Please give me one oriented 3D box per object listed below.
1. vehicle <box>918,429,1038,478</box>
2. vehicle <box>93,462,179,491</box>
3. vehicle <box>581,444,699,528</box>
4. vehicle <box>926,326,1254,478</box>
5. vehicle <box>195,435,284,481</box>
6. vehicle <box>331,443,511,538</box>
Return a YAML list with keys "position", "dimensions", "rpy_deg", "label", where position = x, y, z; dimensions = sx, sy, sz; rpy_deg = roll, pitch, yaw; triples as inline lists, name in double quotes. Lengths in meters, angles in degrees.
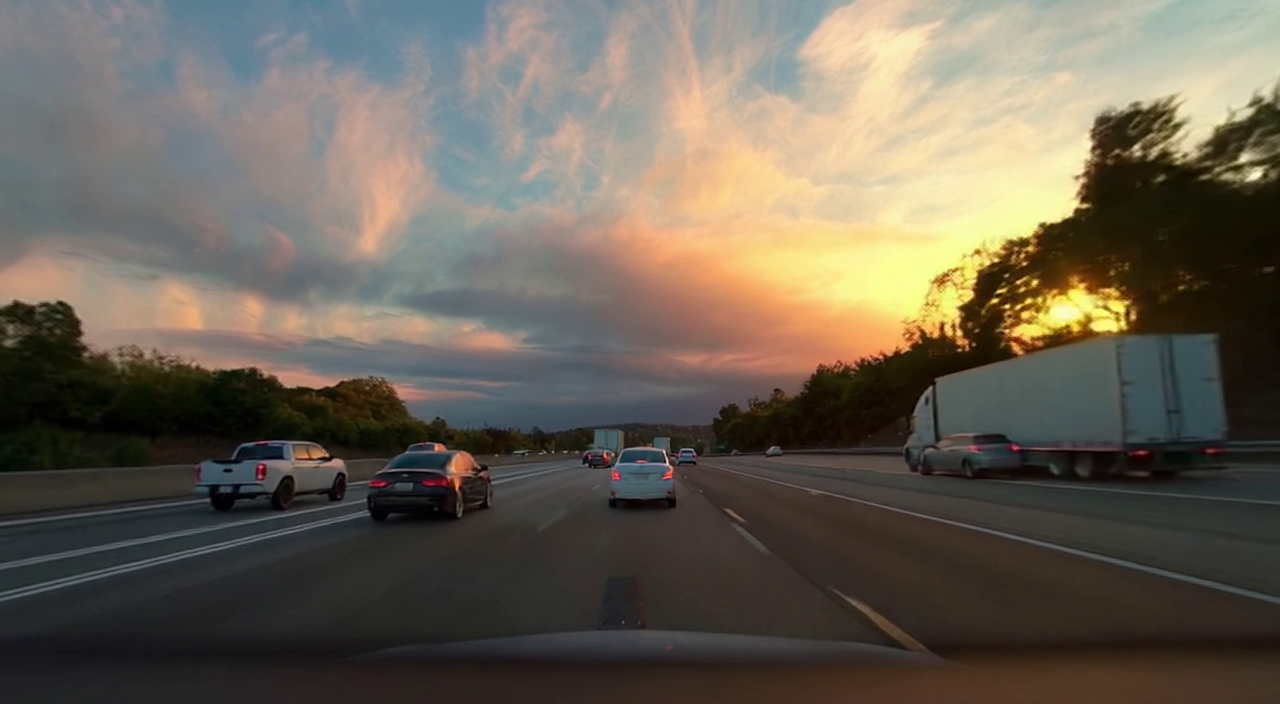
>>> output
- position: [11.330, 3.446, 21.488]
  dimensions: [1.892, 1.504, 4.000]
  rpy_deg: [0, -9, 0]
  label: "vehicle"
- position: [-27.150, 6.697, 34.079]
  dimensions: [1.691, 1.381, 3.503]
  rpy_deg: [0, -9, 1]
  label: "vehicle"
- position: [0.011, 2.656, 13.009]
  dimensions: [2.057, 1.449, 3.931]
  rpy_deg: [0, -9, 0]
  label: "vehicle"
- position: [14.963, 2.305, 23.369]
  dimensions: [2.825, 4.085, 12.815]
  rpy_deg: [0, -9, 1]
  label: "vehicle"
- position: [-31.555, 8.393, 49.949]
  dimensions: [2.761, 3.380, 5.944]
  rpy_deg: [-1, -9, 4]
  label: "vehicle"
- position: [-4.000, 2.593, 12.434]
  dimensions: [1.929, 1.509, 4.331]
  rpy_deg: [0, -9, 1]
  label: "vehicle"
